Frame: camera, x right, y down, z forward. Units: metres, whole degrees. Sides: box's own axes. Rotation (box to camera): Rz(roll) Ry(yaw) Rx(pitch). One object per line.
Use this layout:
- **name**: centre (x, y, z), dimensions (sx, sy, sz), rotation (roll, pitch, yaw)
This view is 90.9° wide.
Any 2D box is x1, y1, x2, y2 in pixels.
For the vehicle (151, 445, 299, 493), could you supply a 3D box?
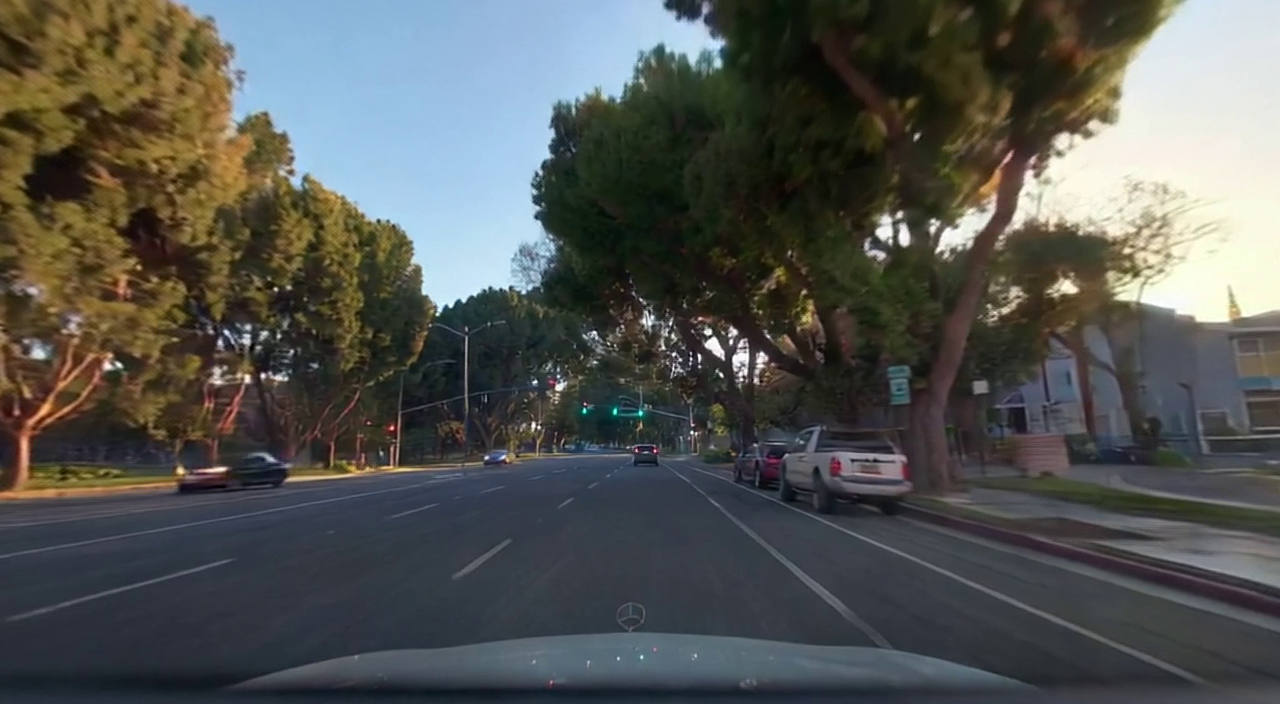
- **vehicle**: centre (-14.278, 4.014, 22.116), dimensions (1.960, 1.487, 4.632), rotation (0, -8, 1)

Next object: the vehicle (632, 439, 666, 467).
- **vehicle**: centre (0.595, 6.808, 42.583), dimensions (2.169, 1.751, 4.276), rotation (0, -8, 1)

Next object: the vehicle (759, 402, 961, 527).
- **vehicle**: centre (4.321, 2.371, 13.908), dimensions (2.162, 2.080, 6.515), rotation (0, -8, 1)
